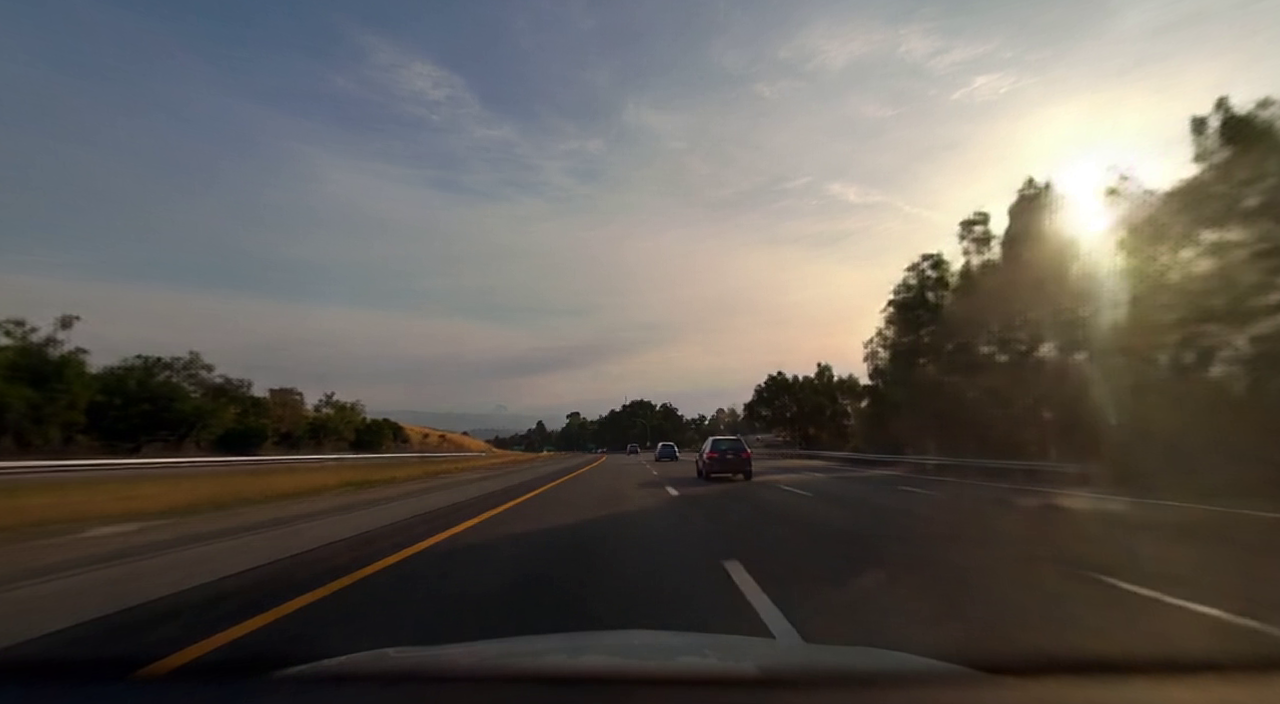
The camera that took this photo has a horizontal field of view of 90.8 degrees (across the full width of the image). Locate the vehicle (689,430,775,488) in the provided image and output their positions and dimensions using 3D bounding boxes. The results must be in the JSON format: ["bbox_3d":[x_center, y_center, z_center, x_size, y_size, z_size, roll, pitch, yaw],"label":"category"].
[{"bbox_3d":[3.058,3.706,22.191,2.141,1.785,4.778,0,-8,-2],"label":"vehicle"}]
